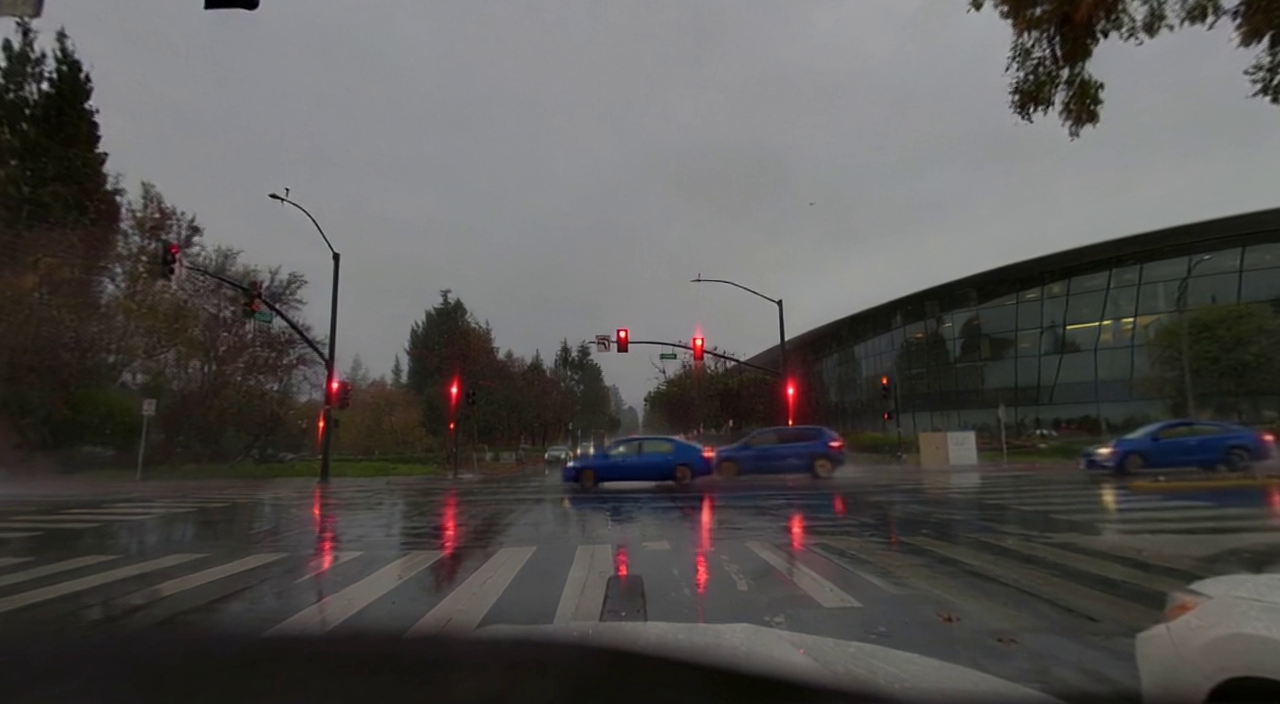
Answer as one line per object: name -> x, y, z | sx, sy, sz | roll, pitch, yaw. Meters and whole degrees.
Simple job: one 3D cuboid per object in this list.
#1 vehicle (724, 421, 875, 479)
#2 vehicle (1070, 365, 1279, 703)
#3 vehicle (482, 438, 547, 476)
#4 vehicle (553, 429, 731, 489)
vehicle -> 5.054, 3.170, 20.439 | 4.363, 1.757, 1.926 | 0, -8, 1
vehicle -> 2.888, 0.675, 0.826 | 1.947, 1.576, 3.825 | 0, -8, 1
vehicle -> -5.965, 5.036, 30.361 | 2.115, 1.690, 4.322 | -1, -8, 2
vehicle -> 0.047, 2.842, 16.786 | 4.464, 1.472, 1.867 | 0, -8, 0
